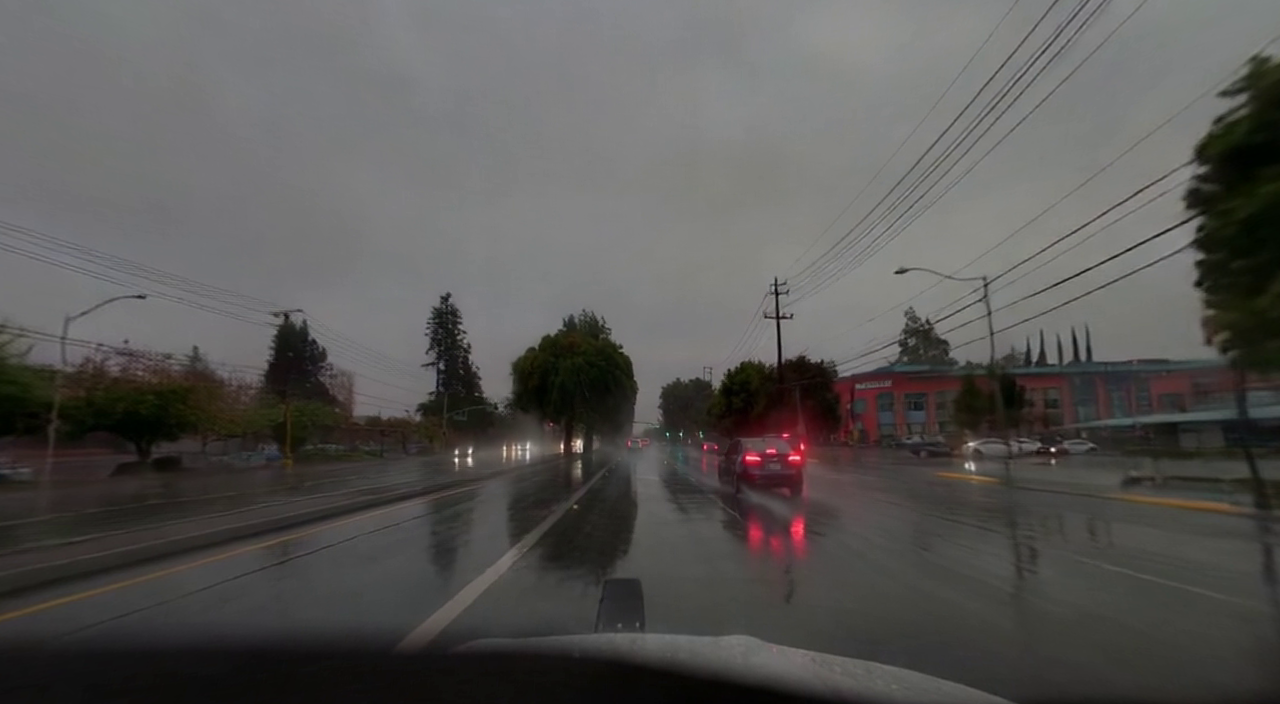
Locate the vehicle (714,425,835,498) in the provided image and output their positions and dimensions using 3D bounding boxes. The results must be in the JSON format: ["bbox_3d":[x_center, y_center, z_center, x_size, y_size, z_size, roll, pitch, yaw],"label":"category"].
[{"bbox_3d":[3.403,2.869,16.933,2.128,1.699,4.222,0,-8,-2],"label":"vehicle"}]

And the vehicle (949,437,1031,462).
[{"bbox_3d":[24.767,6.909,44.772,4.599,1.647,1.924,0,-8,1],"label":"vehicle"}]
